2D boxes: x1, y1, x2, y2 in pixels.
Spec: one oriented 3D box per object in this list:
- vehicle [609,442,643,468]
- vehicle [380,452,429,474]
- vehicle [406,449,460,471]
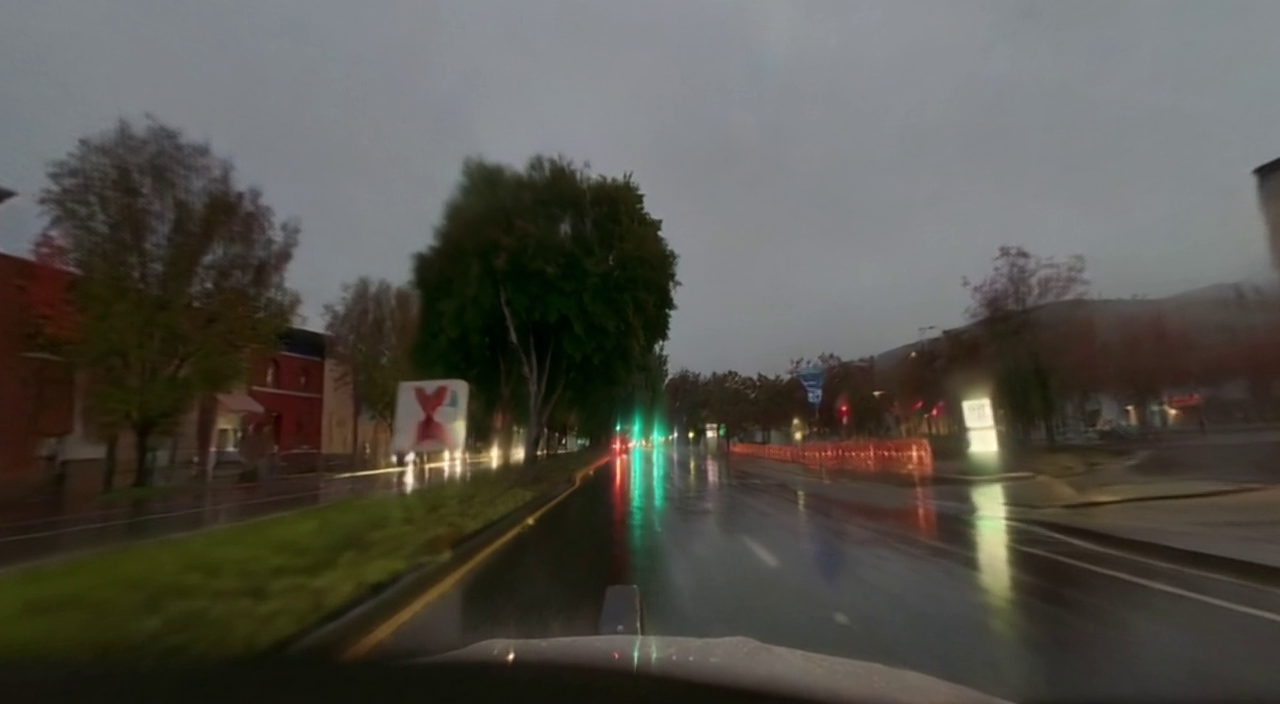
[{"bbox_3d":[-0.890,6.417,39.607,2.045,1.510,3.690,0,-9,-2],"label":"vehicle"},{"bbox_3d":[-16.233,7.643,43.744,1.792,1.413,4.452,0,-9,-2],"label":"vehicle"},{"bbox_3d":[-16.040,8.375,49.182,2.098,1.524,5.102,-1,-9,5],"label":"vehicle"}]
